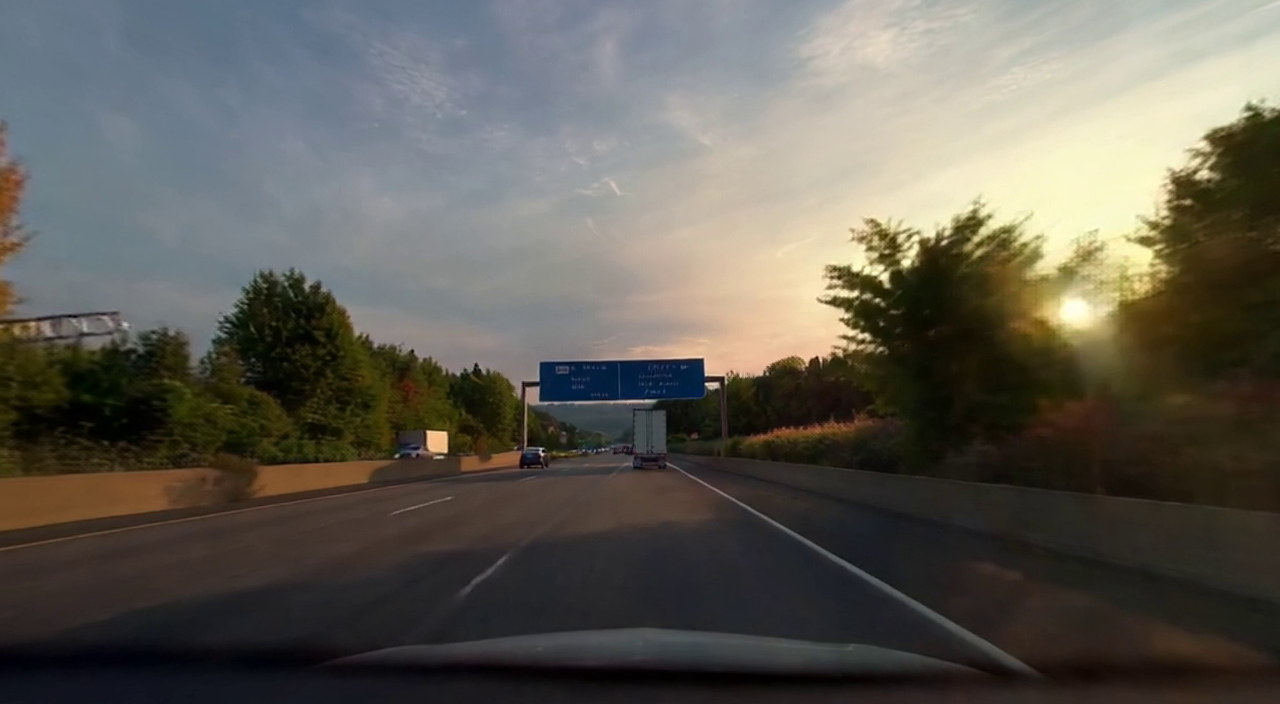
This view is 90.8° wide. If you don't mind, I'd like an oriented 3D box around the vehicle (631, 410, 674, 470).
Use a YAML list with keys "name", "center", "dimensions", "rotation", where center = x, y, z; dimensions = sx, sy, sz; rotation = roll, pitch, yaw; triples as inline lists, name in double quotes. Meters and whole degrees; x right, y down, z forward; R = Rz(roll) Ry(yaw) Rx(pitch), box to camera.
- name: "vehicle"
  center: [0.851, 7.075, 49.842]
  dimensions: [2.901, 4.032, 14.338]
  rotation: [0, -9, 0]

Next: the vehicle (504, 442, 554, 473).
- name: "vehicle"
  center: [-6.615, 6.353, 37.991]
  dimensions: [2.119, 1.754, 4.404]
  rotation: [0, -9, 1]
